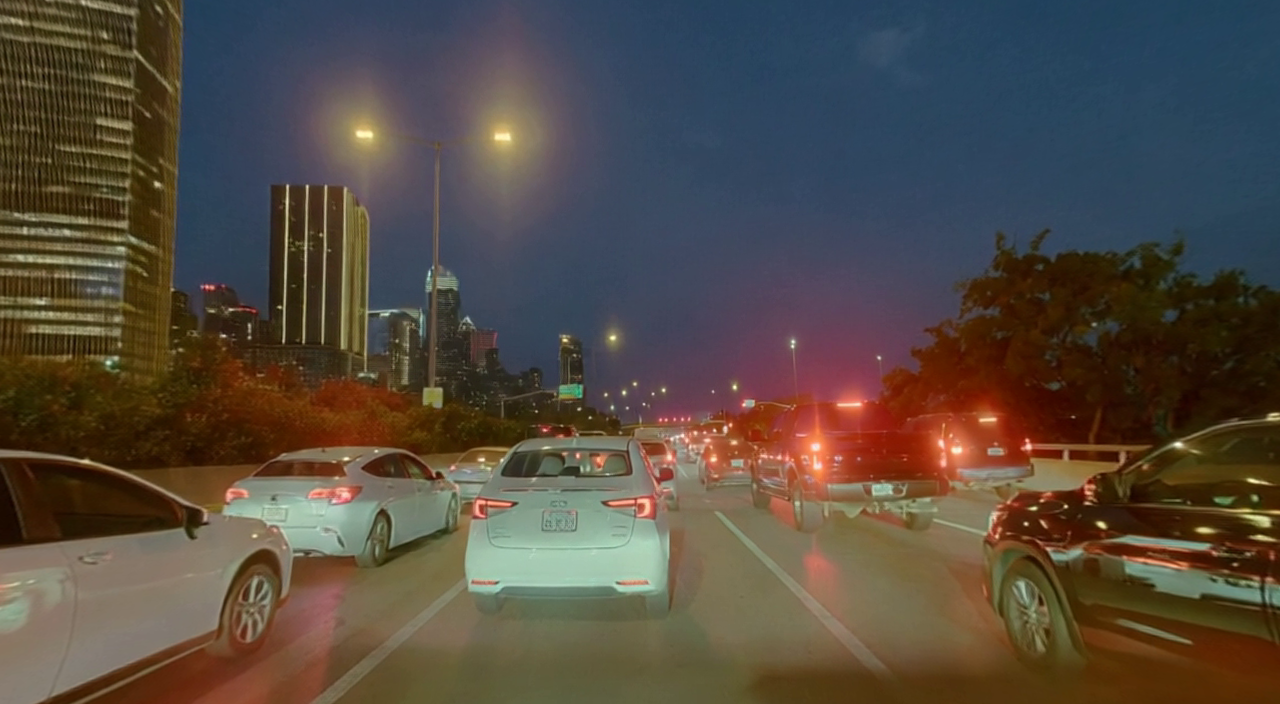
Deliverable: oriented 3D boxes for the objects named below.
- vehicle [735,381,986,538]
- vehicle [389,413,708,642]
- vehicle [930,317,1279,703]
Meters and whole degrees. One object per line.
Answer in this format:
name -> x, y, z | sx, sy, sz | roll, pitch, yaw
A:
vehicle -> 3.529, 1.936, 11.775 | 2.497, 2.186, 5.890 | 0, -9, 0
vehicle -> -0.576, 1.514, 6.468 | 2.172, 1.536, 4.250 | 0, -9, 1
vehicle -> 3.161, 0.774, 2.234 | 2.024, 1.723, 4.714 | 0, -9, 1
